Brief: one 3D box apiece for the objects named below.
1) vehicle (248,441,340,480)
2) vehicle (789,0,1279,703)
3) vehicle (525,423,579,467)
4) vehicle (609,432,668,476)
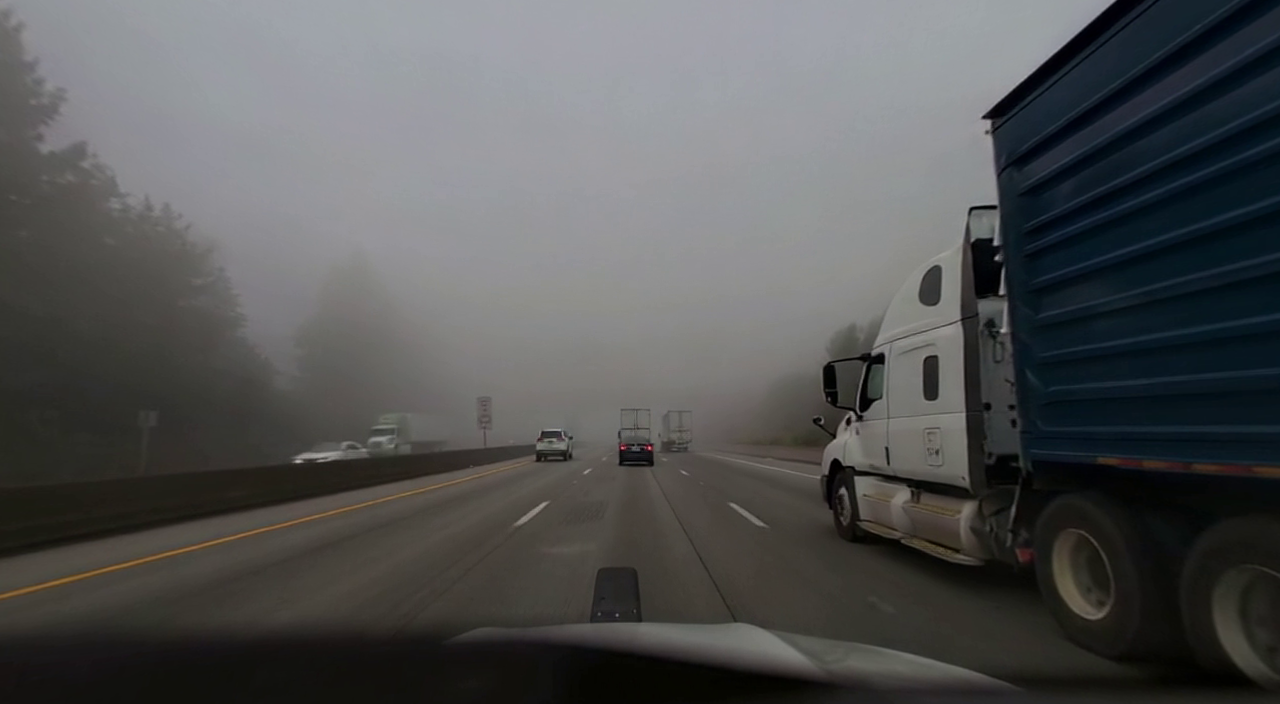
[{"bbox_3d":[-16.374,5.126,30.119,1.938,1.653,4.297,0,-8,0],"label":"vehicle"},{"bbox_3d":[3.652,0.233,5.110,2.783,3.483,7.836,0,-8,-1],"label":"vehicle"},{"bbox_3d":[-4.277,4.602,31.330,2.013,1.961,4.692,0,-8,0],"label":"vehicle"},{"bbox_3d":[-0.082,3.825,23.900,2.059,1.522,3.693,0,-8,-1],"label":"vehicle"}]
